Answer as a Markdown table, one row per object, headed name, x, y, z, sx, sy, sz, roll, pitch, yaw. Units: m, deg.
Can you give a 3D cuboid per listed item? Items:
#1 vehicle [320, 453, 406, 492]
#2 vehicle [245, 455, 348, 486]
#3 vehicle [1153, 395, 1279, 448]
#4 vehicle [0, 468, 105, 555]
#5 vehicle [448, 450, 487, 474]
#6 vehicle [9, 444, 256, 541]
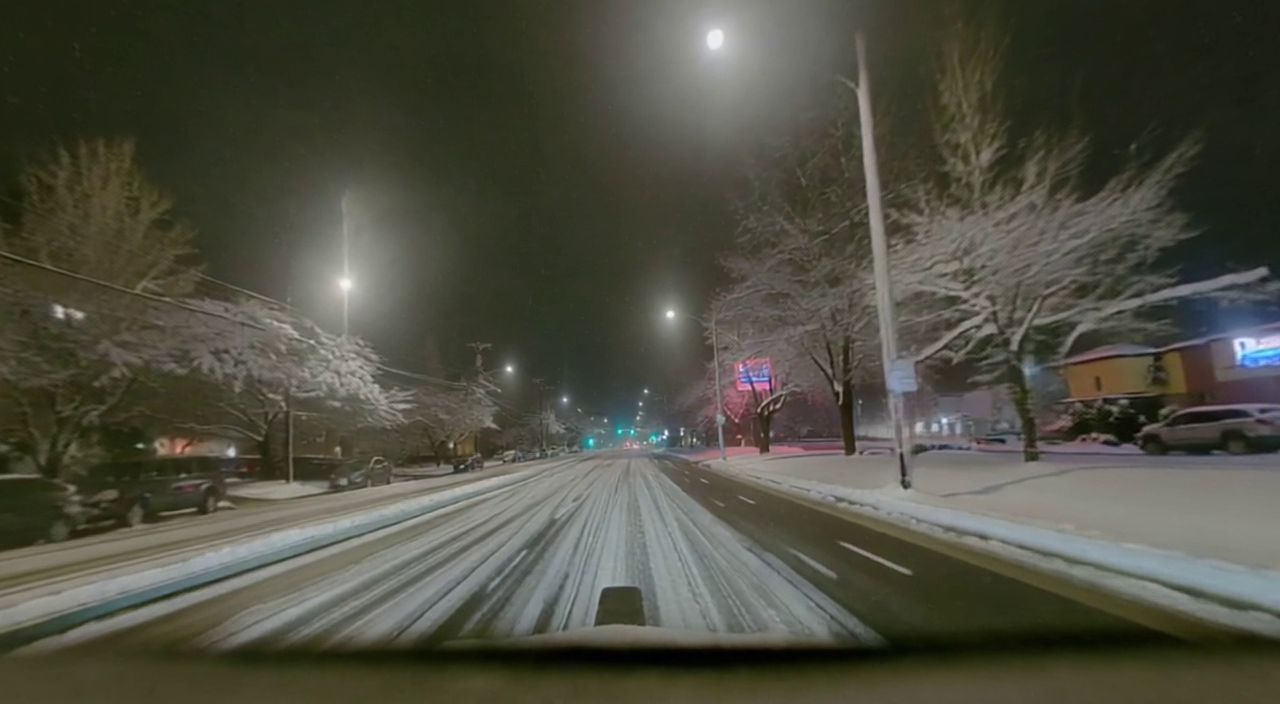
| name | x | y | z | sx | sy | sz | roll | pitch | yaw |
| --- | --- | --- | --- | --- | --- | --- | --- | --- | --- |
| vehicle | -12.748 | 5.522 | 29.433 | 1.897 | 1.564 | 4.875 | 0 | -8 | -1 |
| vehicle | -21.226 | 7.323 | 39.233 | 5.007 | 1.736 | 2.350 | 0 | -8 | -5 |
| vehicle | 24.908 | 2.830 | 25.237 | 2.392 | 1.996 | 6.238 | 5 | -10 | -32 |
| vehicle | -12.447 | 2.920 | 11.394 | 1.958 | 1.457 | 4.254 | 0 | -8 | -2 |
| vehicle | -13.212 | 8.431 | 48.522 | 1.953 | 1.558 | 3.839 | -5 | -8 | -3 |
| vehicle | -12.661 | 3.469 | 16.413 | 2.351 | 1.905 | 5.138 | -4 | -9 | -3 |
